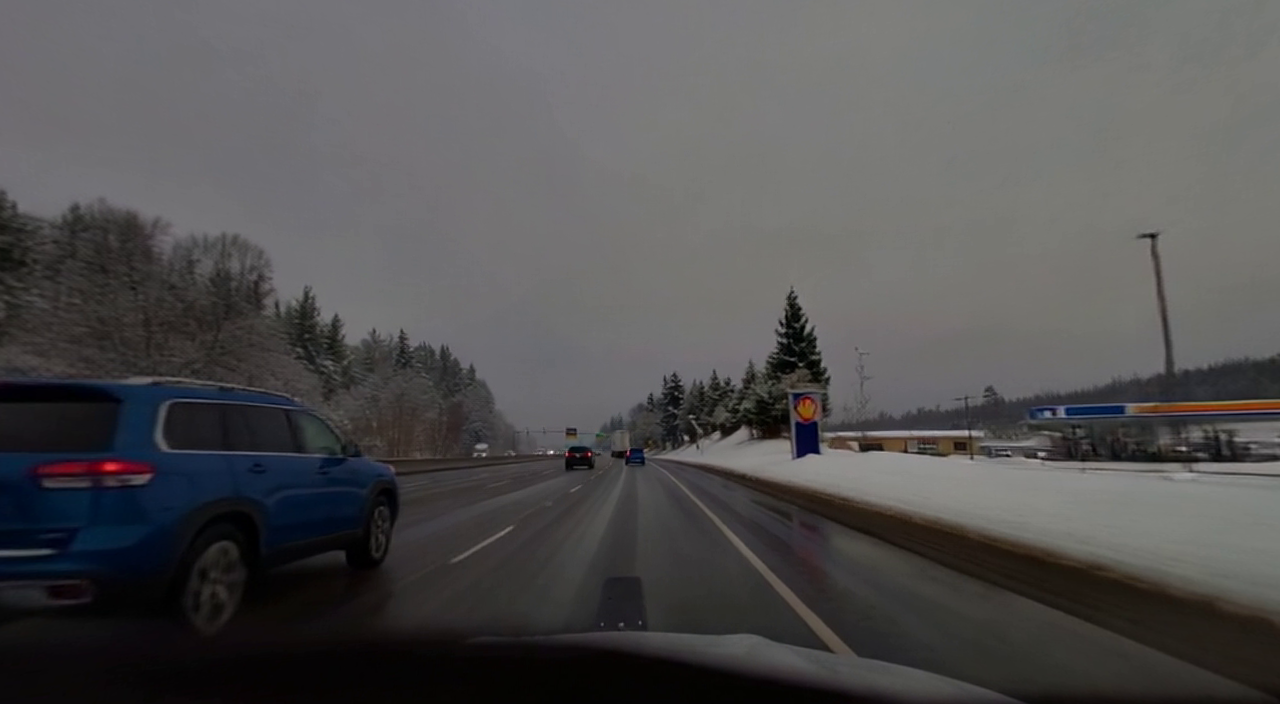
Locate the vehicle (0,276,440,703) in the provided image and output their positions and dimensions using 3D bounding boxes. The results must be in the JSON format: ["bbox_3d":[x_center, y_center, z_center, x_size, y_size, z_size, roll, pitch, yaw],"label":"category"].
[{"bbox_3d":[-3.966,1.050,4.792,2.694,2.081,6.099,0,-8,2],"label":"vehicle"}]

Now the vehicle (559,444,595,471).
[{"bbox_3d":[-4.666,7.864,47.167,2.273,1.884,4.515,0,-8,0],"label":"vehicle"}]

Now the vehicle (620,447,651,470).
[{"bbox_3d":[-0.350,7.436,44.412,1.982,1.524,3.800,1,-8,-3],"label":"vehicle"}]
